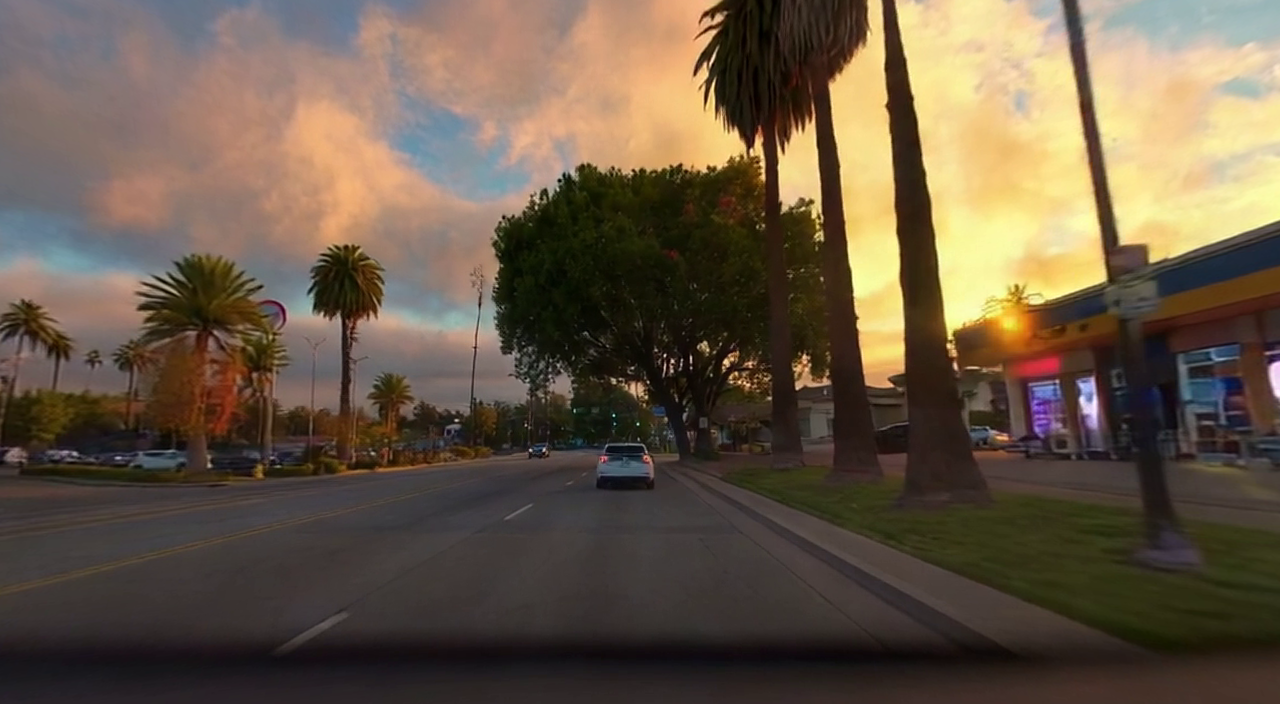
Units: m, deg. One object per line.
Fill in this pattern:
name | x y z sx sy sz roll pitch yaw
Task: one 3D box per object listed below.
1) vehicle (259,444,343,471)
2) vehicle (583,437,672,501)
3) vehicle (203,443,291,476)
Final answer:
vehicle | -23.228 7.195 43.262 5.293 1.771 2.194 -4 -9 25
vehicle | -0.321 3.058 16.937 2.076 1.486 4.119 0 -8 -1
vehicle | -23.012 6.272 36.955 4.573 1.725 2.054 -5 -8 23
